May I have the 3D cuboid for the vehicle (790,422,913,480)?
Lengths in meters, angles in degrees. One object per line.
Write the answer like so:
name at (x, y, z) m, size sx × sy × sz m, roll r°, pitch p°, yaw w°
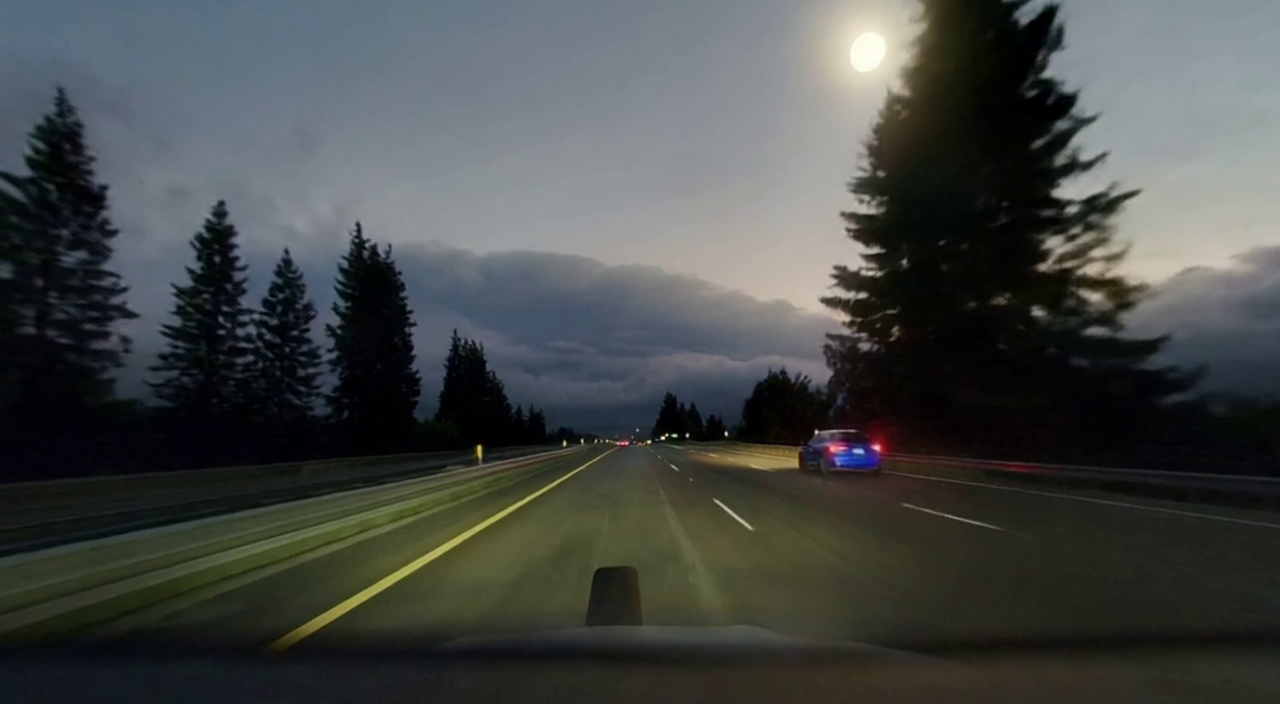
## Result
vehicle at (6.878, 3.291, 21.217) m, size 2.273 × 1.698 × 4.863 m, roll 0°, pitch -8°, yaw -3°
